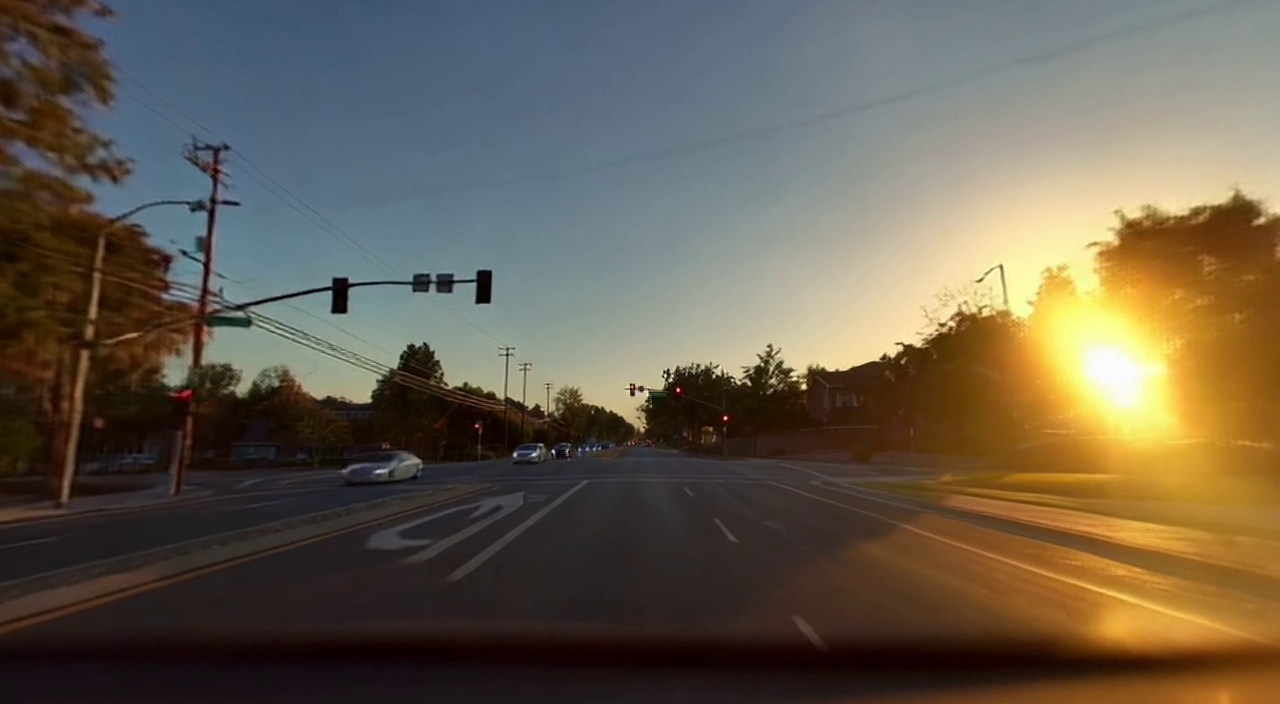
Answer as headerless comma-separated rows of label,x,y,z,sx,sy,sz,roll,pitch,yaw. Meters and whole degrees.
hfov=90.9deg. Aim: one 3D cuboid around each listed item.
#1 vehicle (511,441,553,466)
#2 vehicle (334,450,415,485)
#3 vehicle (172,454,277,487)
vehicle,-8.452,8.001,49.919,2.206,1.836,5.559,0,-8,2
vehicle,-12.058,5.247,28.951,1.825,1.435,4.211,0,-8,1
vehicle,-20.440,5.777,30.945,5.038,1.435,2.074,-5,-9,29
